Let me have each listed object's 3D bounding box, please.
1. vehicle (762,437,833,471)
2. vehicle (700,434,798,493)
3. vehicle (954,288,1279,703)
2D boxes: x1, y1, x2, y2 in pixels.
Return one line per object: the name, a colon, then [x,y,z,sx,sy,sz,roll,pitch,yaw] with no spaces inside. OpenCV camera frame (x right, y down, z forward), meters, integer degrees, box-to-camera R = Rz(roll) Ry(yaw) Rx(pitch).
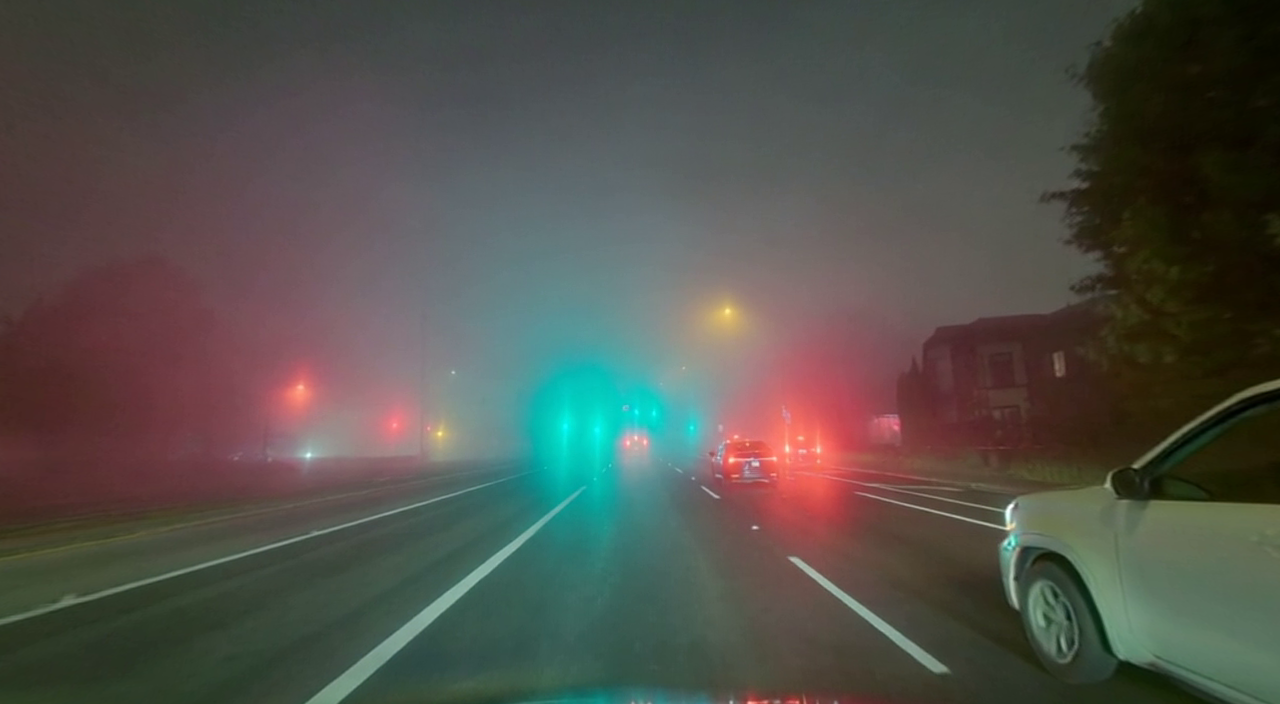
vehicle: [7.246,4.747,29.428,2.010,1.421,4.586,0,-9,-2]
vehicle: [2.889,3.058,17.593,1.889,1.451,4.180,0,-9,-1]
vehicle: [3.061,0.634,1.602,2.129,1.761,4.610,0,-9,0]
